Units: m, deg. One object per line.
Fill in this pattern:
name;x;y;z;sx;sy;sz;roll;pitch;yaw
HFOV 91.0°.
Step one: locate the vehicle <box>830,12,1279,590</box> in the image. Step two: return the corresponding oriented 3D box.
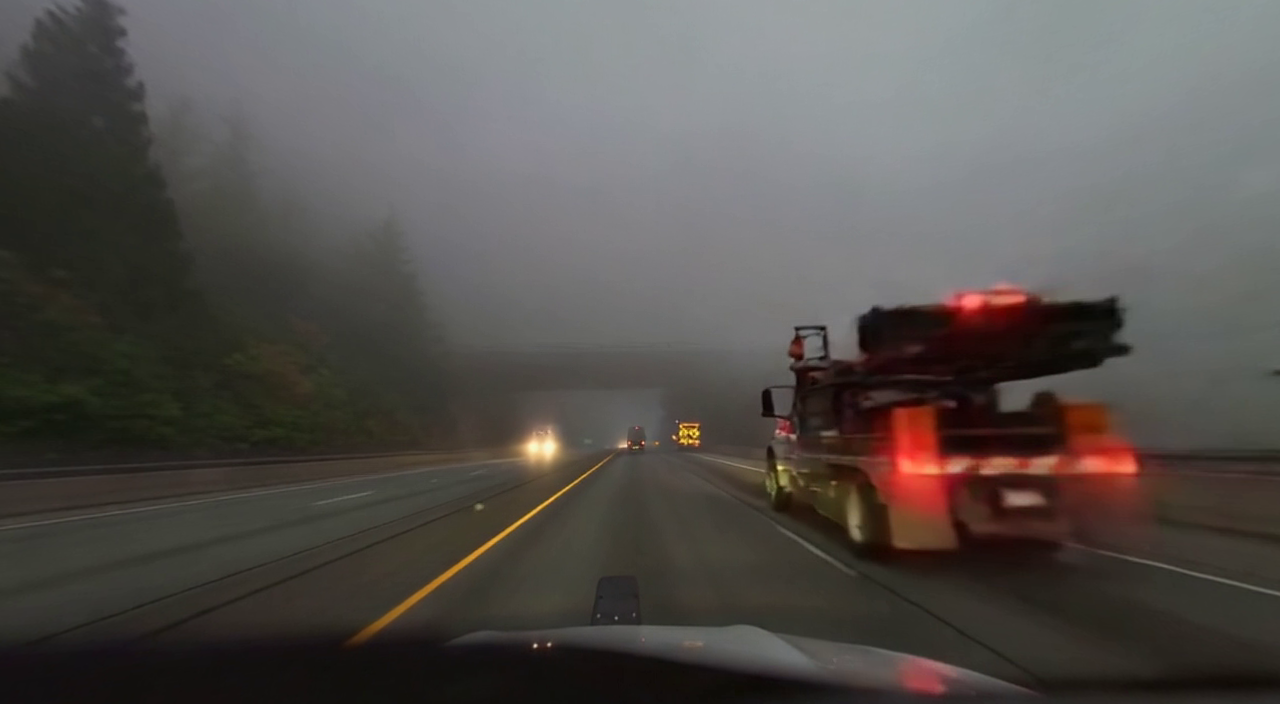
vehicle;4.490;-0.145;7.025;2.875;4.206;4.999;-3;-9;0
